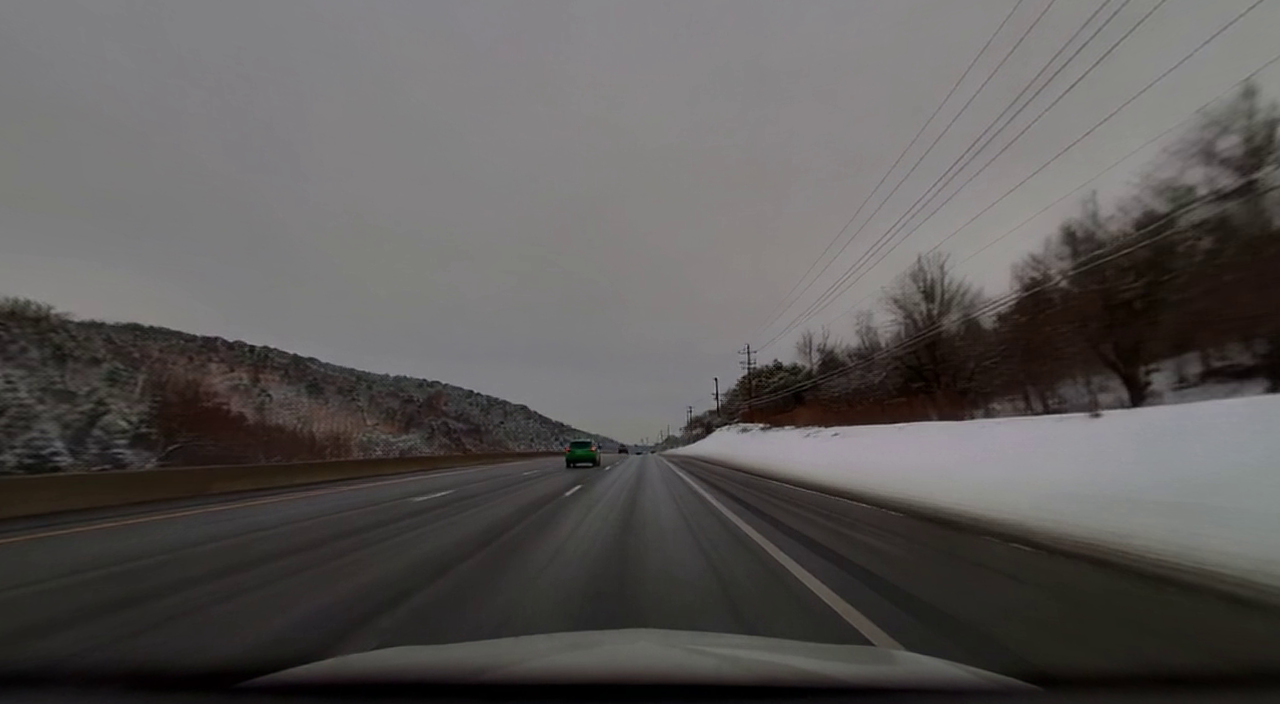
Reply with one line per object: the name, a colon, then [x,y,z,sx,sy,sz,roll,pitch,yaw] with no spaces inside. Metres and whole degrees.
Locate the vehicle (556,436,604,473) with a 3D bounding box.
vehicle: [-3.220,5.595,34.675,2.136,1.845,4.515,0,-8,1]
